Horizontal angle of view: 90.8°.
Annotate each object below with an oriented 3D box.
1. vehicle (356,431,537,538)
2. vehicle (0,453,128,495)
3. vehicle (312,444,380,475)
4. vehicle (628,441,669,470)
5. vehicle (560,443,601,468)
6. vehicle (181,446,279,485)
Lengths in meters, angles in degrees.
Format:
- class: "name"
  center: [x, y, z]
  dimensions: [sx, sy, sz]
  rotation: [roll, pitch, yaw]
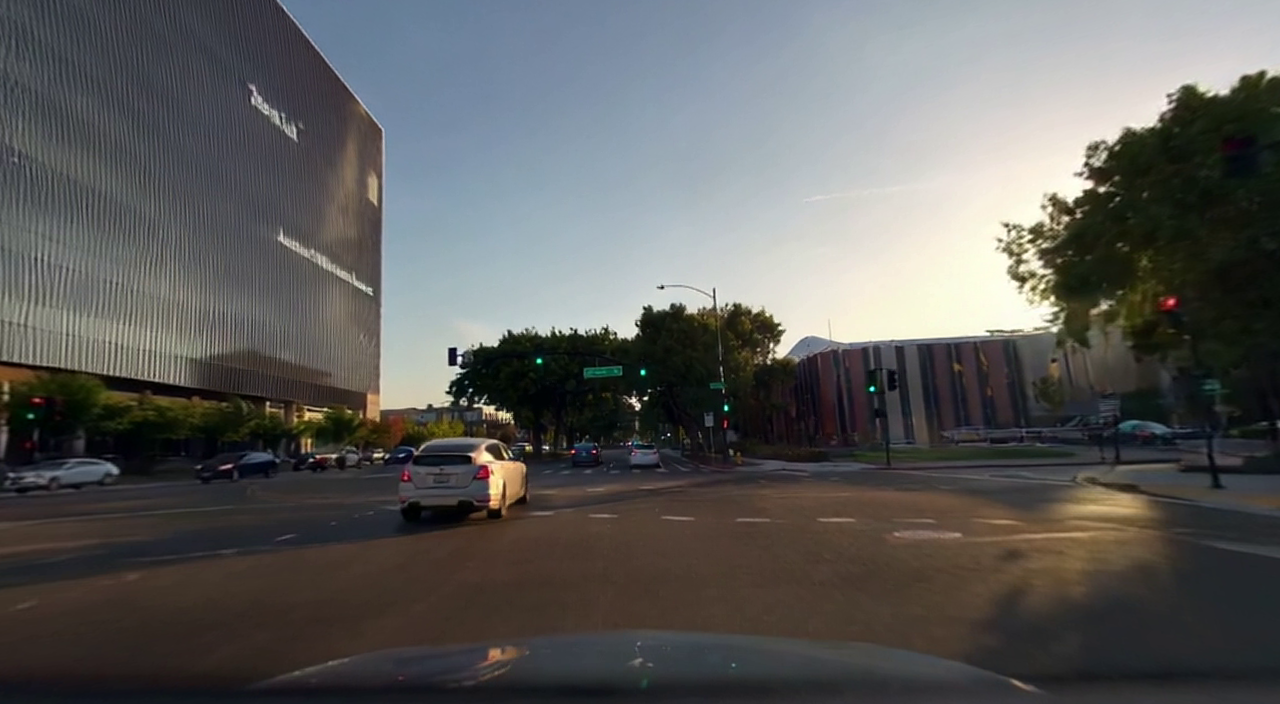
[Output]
- class: "vehicle"
  center: [-3.137, 2.206, 11.160]
  dimensions: [1.983, 1.545, 3.773]
  rotation: [0, -8, 0]
- class: "vehicle"
  center: [-26.741, 5.611, 29.416]
  dimensions: [1.902, 1.670, 4.607]
  rotation: [0, -8, -1]
- class: "vehicle"
  center: [-17.253, 6.294, 37.319]
  dimensions: [1.926, 1.711, 4.516]
  rotation: [0, -8, -1]
- class: "vehicle"
  center: [0.430, 5.701, 35.100]
  dimensions: [2.102, 1.482, 4.125]
  rotation: [0, -8, 0]
- class: "vehicle"
  center: [-3.562, 6.307, 38.764]
  dimensions: [2.088, 1.430, 4.482]
  rotation: [0, -8, 0]
- class: "vehicle"
  center: [-20.205, 5.562, 31.370]
  dimensions: [1.931, 1.722, 4.419]
  rotation: [0, -8, -1]
